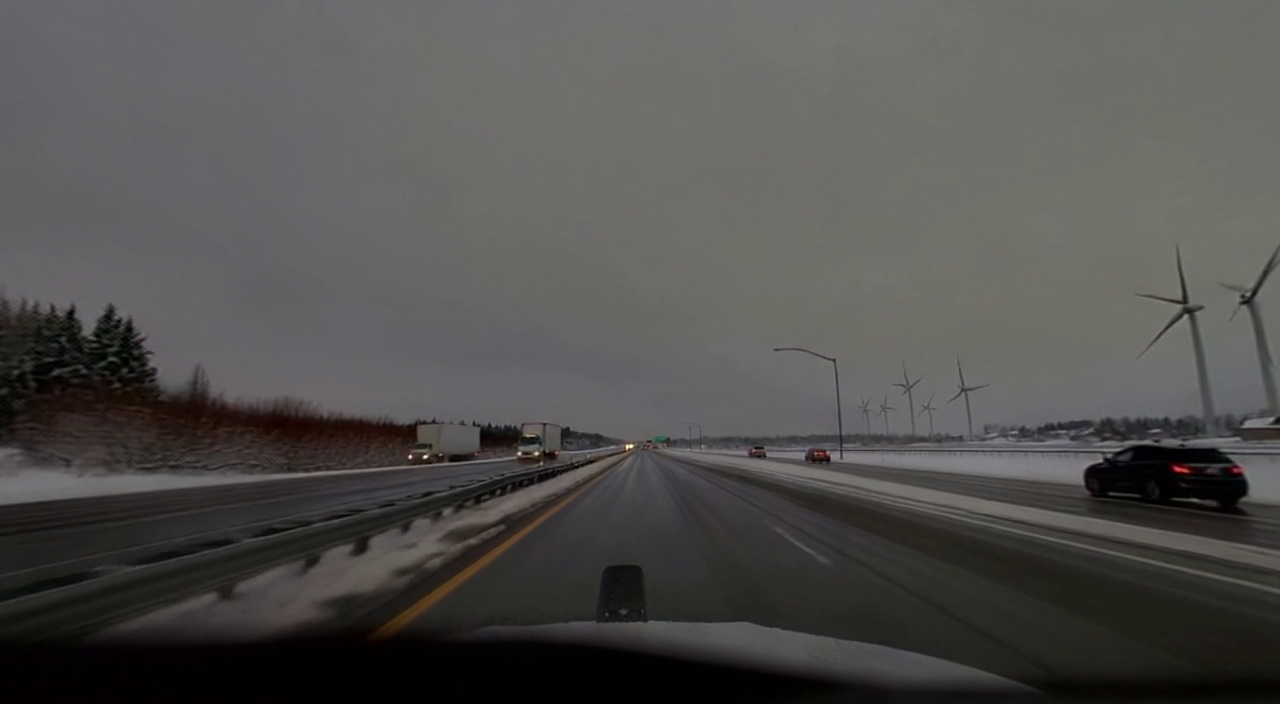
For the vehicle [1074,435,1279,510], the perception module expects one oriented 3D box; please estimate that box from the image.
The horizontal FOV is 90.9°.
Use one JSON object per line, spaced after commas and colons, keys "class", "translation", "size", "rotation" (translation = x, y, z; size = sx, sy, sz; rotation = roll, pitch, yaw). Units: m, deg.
{"class": "vehicle", "translation": [14.197, 3.130, 16.804], "size": [1.897, 1.669, 4.825], "rotation": [0, -9, 2]}
